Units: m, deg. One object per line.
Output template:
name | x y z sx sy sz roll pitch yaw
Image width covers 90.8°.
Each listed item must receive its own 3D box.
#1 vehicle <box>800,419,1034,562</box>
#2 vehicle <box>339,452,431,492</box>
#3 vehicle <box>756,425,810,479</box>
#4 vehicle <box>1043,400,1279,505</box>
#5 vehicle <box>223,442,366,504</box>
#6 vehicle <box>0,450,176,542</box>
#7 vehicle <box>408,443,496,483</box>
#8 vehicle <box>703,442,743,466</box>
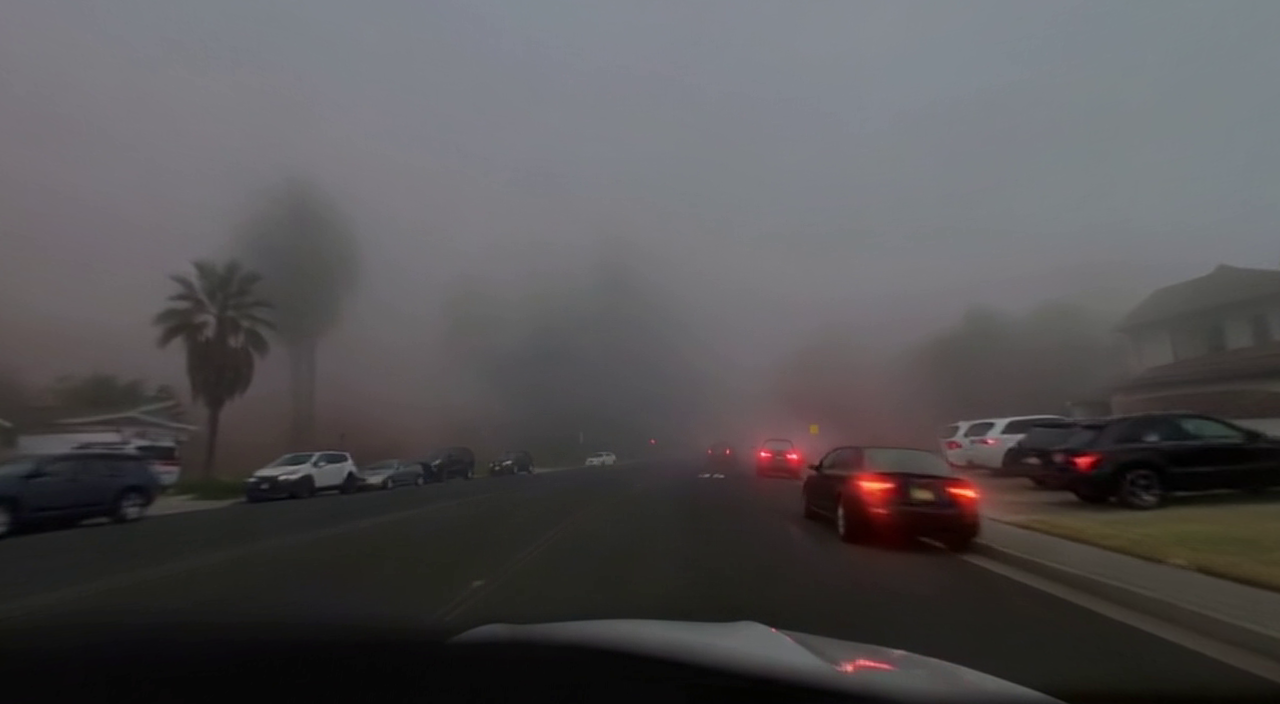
vehicle | 3.928 2.024 10.000 2.043 1.692 4.581 -1 -9 6
vehicle | -11.389 5.369 28.544 1.786 1.488 4.518 -5 -9 8
vehicle | 6.798 4.738 30.134 2.326 2.257 4.635 0 -8 13
vehicle | 11.084 1.979 12.578 4.557 1.795 1.986 -5 -10 11
vehicle | -12.261 4.285 22.883 2.081 1.948 4.821 -1 -9 5
vehicle | -13.175 3.051 13.898 1.967 1.736 4.730 -1 -9 6
vehicle | -10.126 6.009 34.643 2.051 1.957 5.968 -2 -9 10
vehicle | 5.449 6.592 41.054 2.035 1.474 4.284 -2 -9 15
